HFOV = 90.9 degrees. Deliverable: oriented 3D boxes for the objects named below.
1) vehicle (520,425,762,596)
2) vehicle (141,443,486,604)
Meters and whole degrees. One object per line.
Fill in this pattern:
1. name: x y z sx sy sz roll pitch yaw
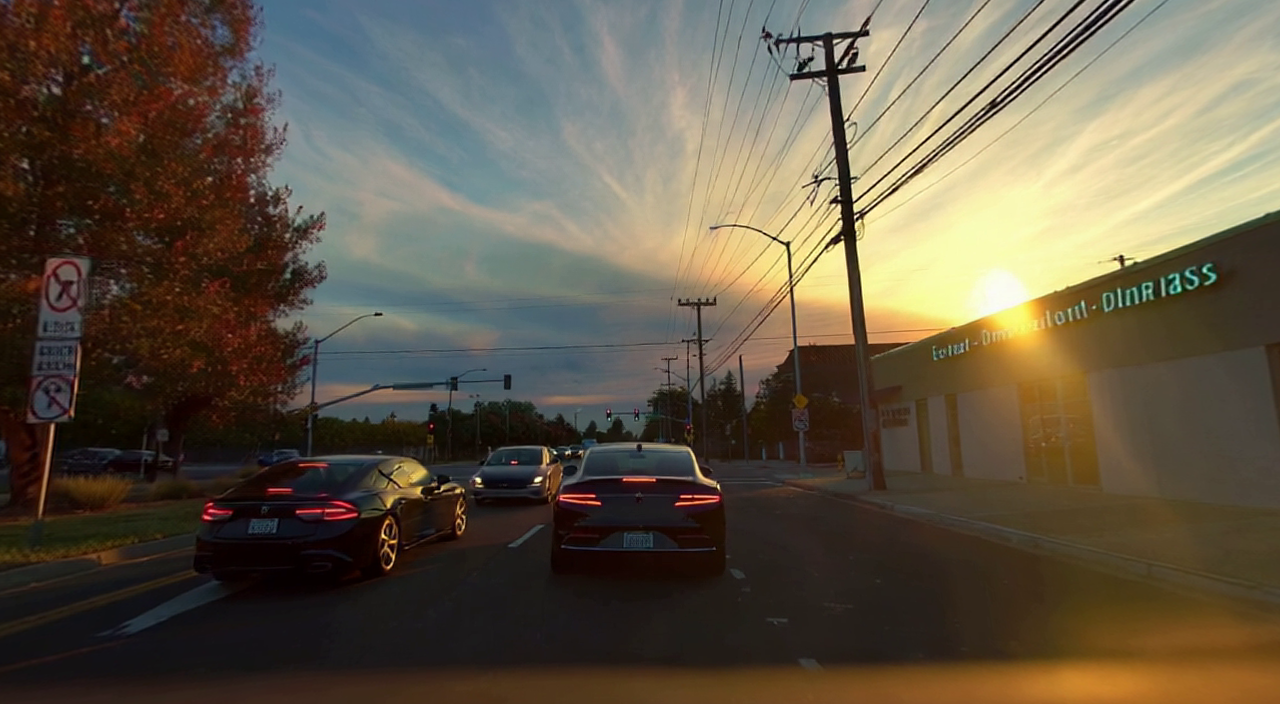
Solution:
1. vehicle: -0.003 1.679 7.525 2.101 1.469 3.955 0 -9 0
2. vehicle: -3.234 1.739 7.319 1.765 1.319 4.013 0 -9 2
